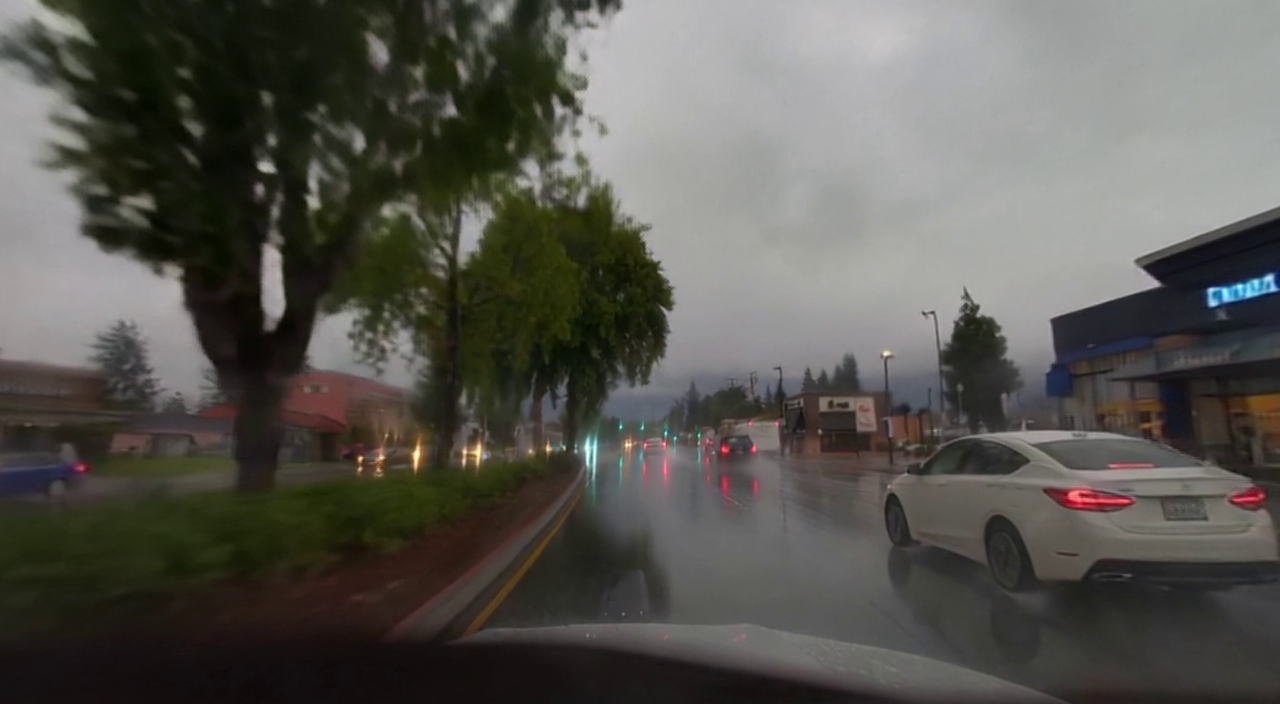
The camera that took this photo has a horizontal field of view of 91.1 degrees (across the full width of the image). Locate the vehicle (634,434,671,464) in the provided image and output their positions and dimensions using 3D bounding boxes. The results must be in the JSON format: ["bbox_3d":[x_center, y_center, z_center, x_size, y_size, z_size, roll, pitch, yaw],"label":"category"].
[{"bbox_3d":[0.736,5.848,37.859,2.098,1.682,3.778,0,-8,0],"label":"vehicle"}]

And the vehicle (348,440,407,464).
[{"bbox_3d":[-18.499,7.064,44.514,1.947,1.580,4.857,0,-9,1],"label":"vehicle"}]

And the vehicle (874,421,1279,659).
[{"bbox_3d":[4.123,1.496,6.212,1.908,1.463,4.506,0,-8,1],"label":"vehicle"}]

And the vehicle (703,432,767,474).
[{"bbox_3d":[4.045,4.386,27.429,2.115,1.692,4.189,0,-8,0],"label":"vehicle"}]
